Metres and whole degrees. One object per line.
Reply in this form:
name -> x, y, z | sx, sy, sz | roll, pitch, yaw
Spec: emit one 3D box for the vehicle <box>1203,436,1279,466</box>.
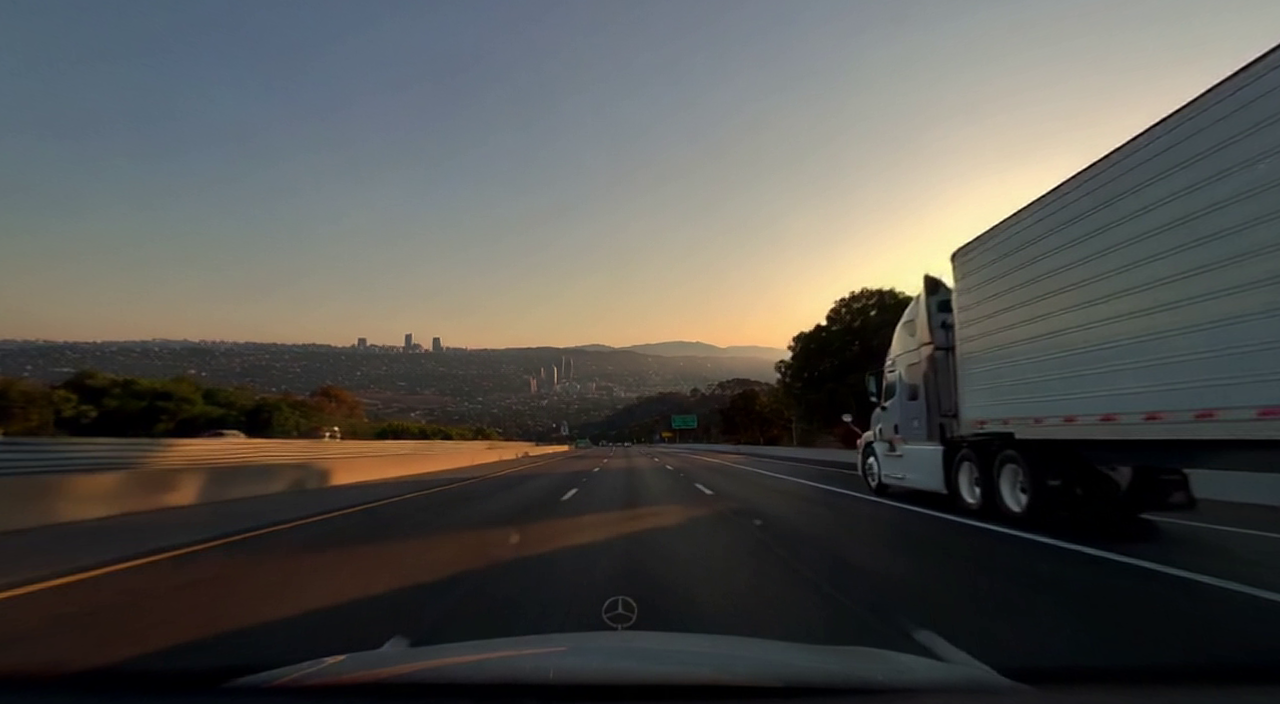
vehicle -> 46.892, 7.552, 48.258 | 5.583, 2.177, 2.775 | 1, -8, -11
